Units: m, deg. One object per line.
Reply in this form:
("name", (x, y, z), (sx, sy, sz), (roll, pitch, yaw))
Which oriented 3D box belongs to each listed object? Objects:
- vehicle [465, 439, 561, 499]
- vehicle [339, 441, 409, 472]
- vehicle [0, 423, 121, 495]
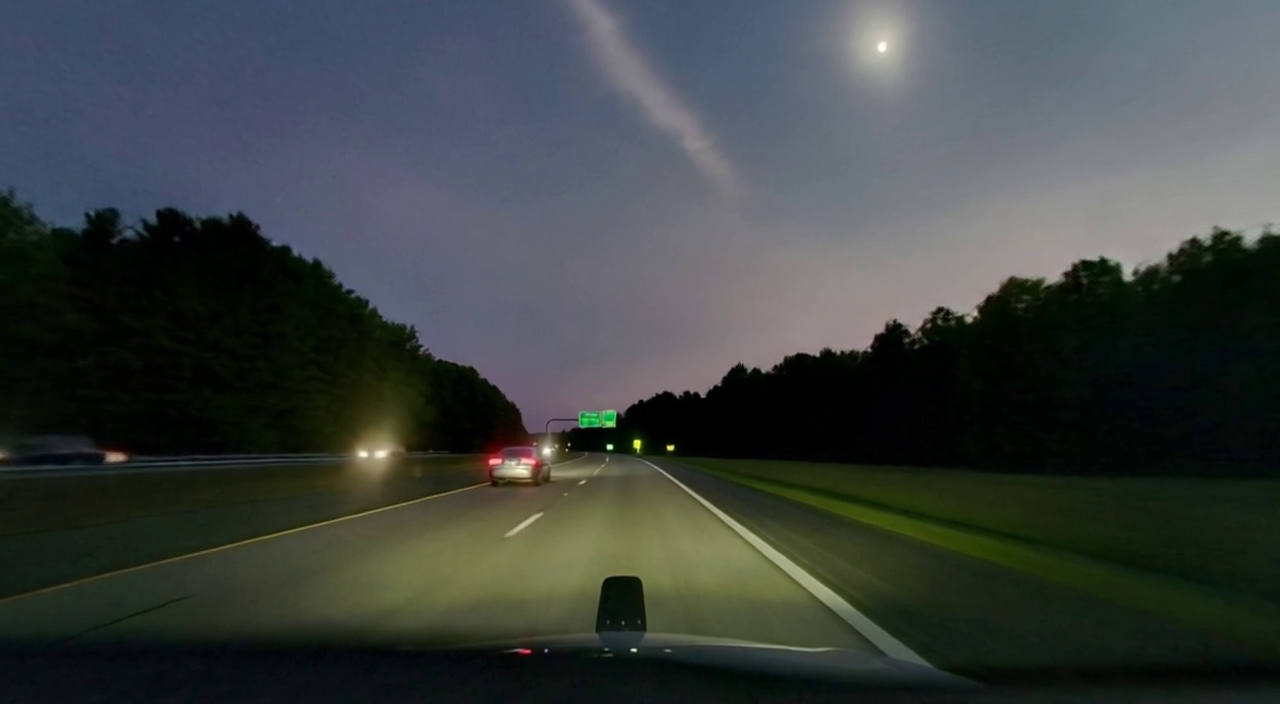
("vehicle", (-3.567, 3.371, 18.458), (1.990, 1.532, 3.911), (0, -9, 0))
("vehicle", (-13.755, 5.426, 32.839), (1.862, 1.462, 4.426), (0, -9, -2))
("vehicle", (-15.460, 2.545, 15.077), (2.094, 1.604, 4.645), (0, -9, 0))
